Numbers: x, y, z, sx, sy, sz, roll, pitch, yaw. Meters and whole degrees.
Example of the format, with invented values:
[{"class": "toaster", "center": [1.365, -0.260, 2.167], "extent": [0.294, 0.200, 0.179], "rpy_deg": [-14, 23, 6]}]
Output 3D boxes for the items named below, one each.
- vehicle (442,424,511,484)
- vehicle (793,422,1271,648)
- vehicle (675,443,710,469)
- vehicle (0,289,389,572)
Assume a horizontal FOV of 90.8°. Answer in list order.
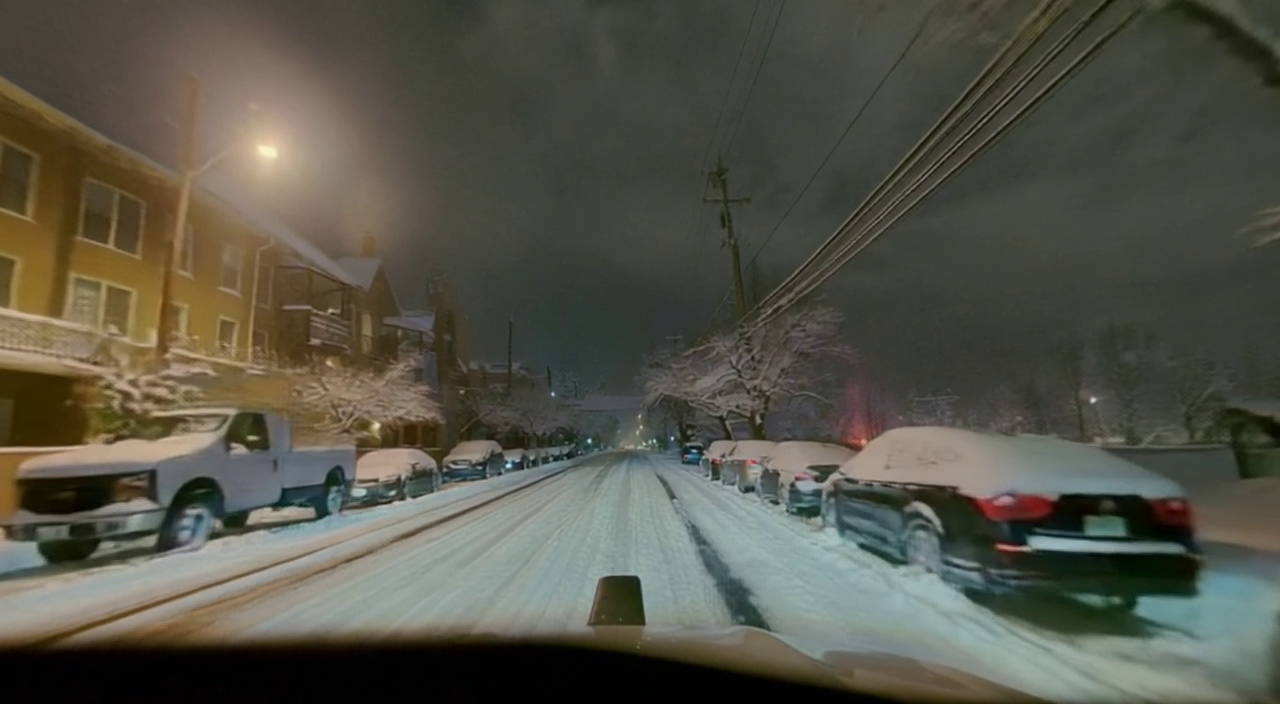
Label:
[{"class": "vehicle", "center": [-7.192, 4.538, 28.258], "extent": [1.889, 2.463, 4.142], "rpy_deg": [0, -9, 1]}, {"class": "vehicle", "center": [3.358, 1.664, 6.953], "extent": [2.057, 1.554, 4.905], "rpy_deg": [0, -9, -1]}, {"class": "vehicle", "center": [3.514, 7.108, 43.416], "extent": [2.095, 1.694, 4.592], "rpy_deg": [0, -9, 1]}, {"class": "vehicle", "center": [-7.502, 1.509, 11.716], "extent": [2.901, 3.610, 6.707], "rpy_deg": [-3, -9, 1]}]
